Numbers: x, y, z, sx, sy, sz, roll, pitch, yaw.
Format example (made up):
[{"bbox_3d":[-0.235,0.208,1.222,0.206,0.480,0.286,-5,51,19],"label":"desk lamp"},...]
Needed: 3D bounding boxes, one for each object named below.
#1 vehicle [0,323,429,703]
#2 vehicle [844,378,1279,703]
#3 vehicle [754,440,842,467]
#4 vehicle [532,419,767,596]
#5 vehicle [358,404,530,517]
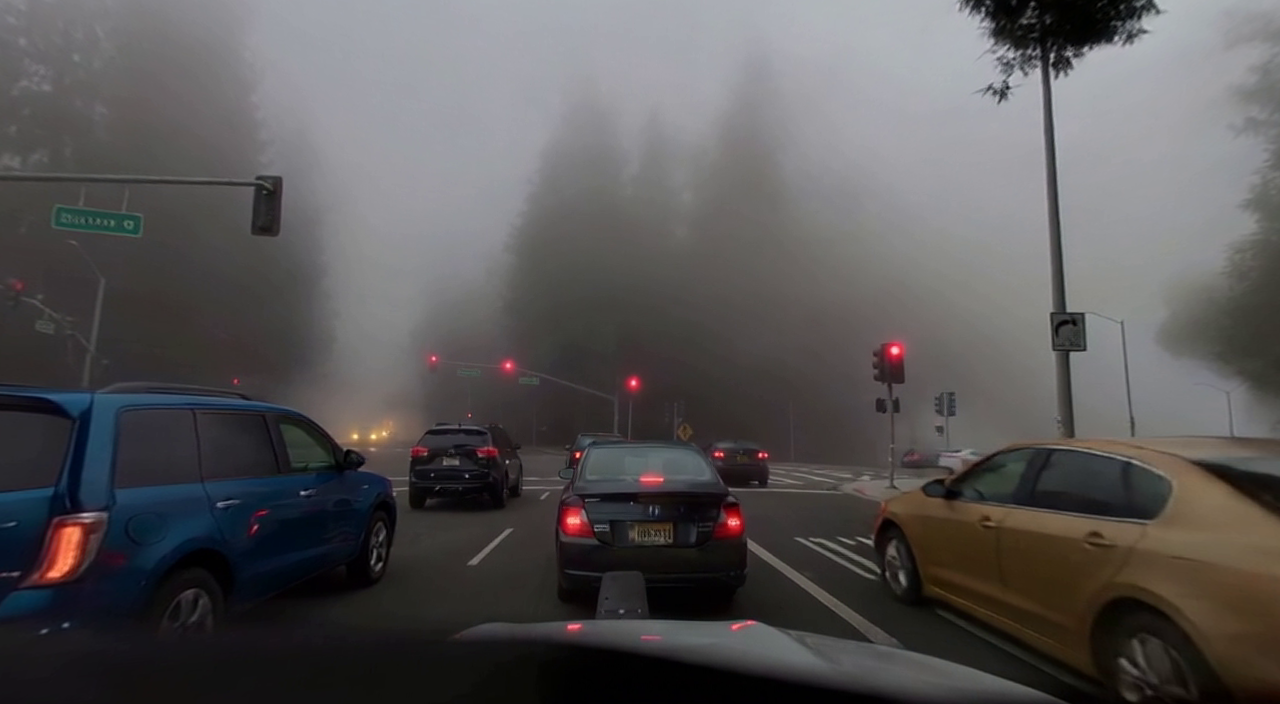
[{"bbox_3d":[-3.174,1.063,4.564,1.924,1.737,4.387,0,-8,-2],"label":"vehicle"},{"bbox_3d":[3.195,1.113,3.924,2.100,1.524,4.746,0,-8,-2],"label":"vehicle"},{"bbox_3d":[9.523,6.147,38.270,4.737,1.572,2.026,0,-8,-3],"label":"vehicle"},{"bbox_3d":[-0.050,1.650,7.661,2.001,1.483,4.442,0,-8,-3],"label":"vehicle"},{"bbox_3d":[-3.943,2.322,14.012,2.305,1.984,5.586,0,-8,-3],"label":"vehicle"}]
